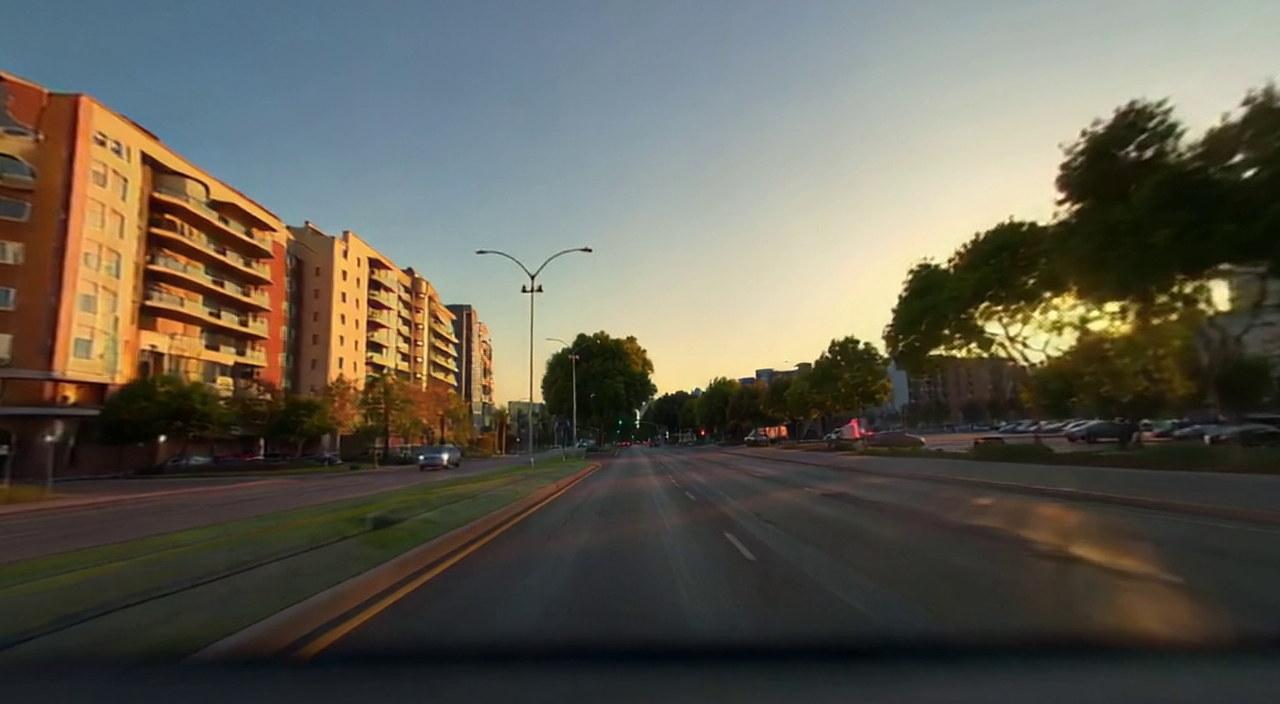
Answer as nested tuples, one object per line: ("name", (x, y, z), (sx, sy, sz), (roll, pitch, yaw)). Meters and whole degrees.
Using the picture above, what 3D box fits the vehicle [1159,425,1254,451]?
("vehicle", (35.903, 5.476, 40.236), (1.858, 1.507, 4.593), (1, -7, 1))
